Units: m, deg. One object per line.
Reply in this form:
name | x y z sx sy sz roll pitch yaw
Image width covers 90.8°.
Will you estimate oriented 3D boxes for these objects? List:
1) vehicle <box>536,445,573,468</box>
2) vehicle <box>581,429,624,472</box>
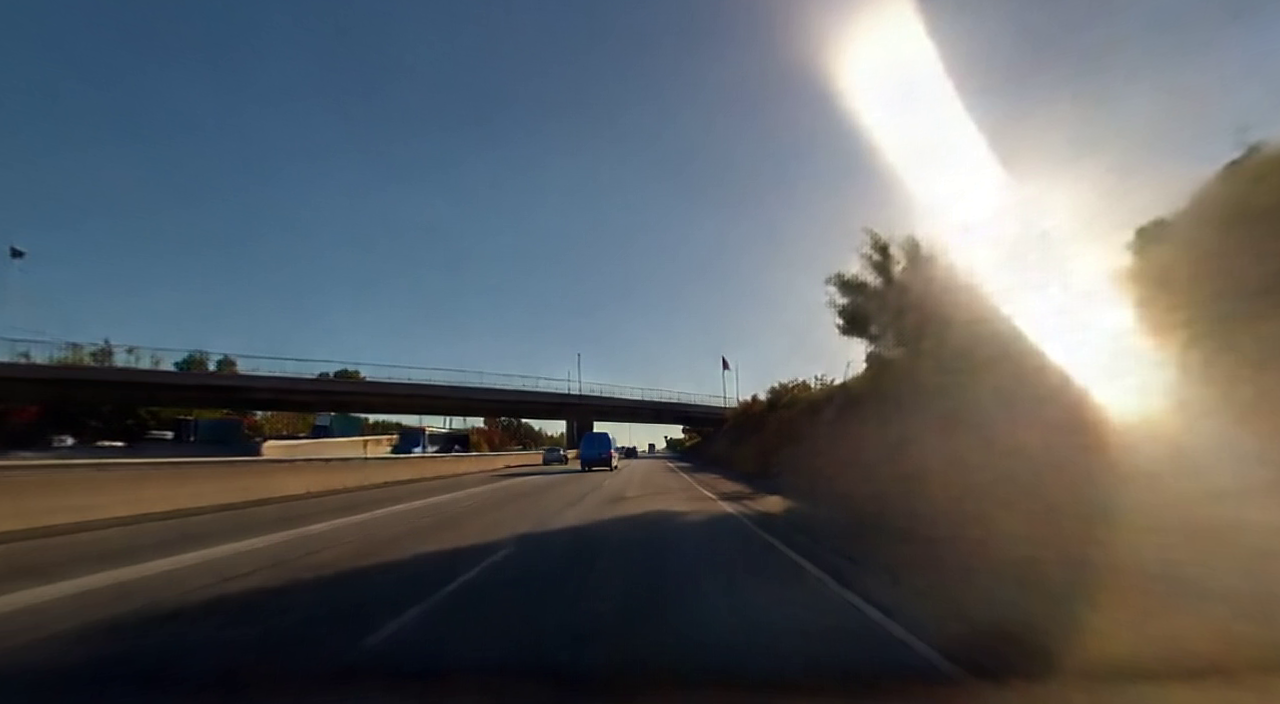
vehicle | -6.541 8.072 48.735 2.164 1.664 4.252 0 -9 1
vehicle | -2.387 6.491 41.627 2.437 2.565 5.829 0 -9 0
